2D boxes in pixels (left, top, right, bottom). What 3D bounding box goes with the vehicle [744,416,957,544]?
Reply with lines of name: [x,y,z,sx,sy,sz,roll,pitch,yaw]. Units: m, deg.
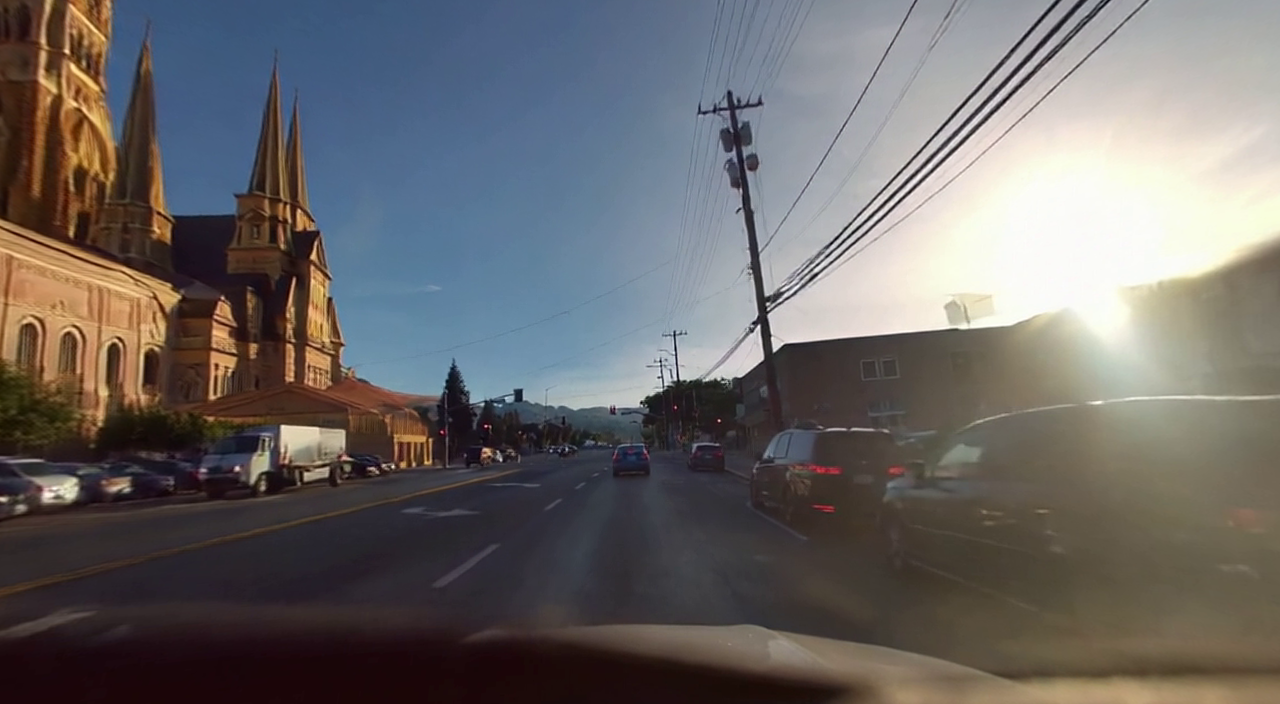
vehicle: [3.613,2.333,12.283,2.204,1.845,5.597,1,-9,0]

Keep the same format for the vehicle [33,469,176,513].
vehicle: [-19.406,5.026,23.014,3.703,1.234,1.683,-4,-10,0]

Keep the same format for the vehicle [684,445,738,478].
vehicle: [3.526,5.552,32.284,1.944,1.530,4.539,0,-9,-4]

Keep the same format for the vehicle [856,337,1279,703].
vehicle: [3.623,1.197,5.126,2.140,1.890,4.402,0,-9,0]

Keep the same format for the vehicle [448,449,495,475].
vehicle: [-12.566,8.202,47.424,2.071,1.814,5.185,0,-9,1]

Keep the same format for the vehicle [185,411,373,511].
vehicle: [-12.118,3.743,22.056,2.961,2.739,6.276,-4,-9,-1]

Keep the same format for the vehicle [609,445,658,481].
vehicle: [-0.302,5.012,28.801,2.049,1.453,4.299,0,-9,-1]
